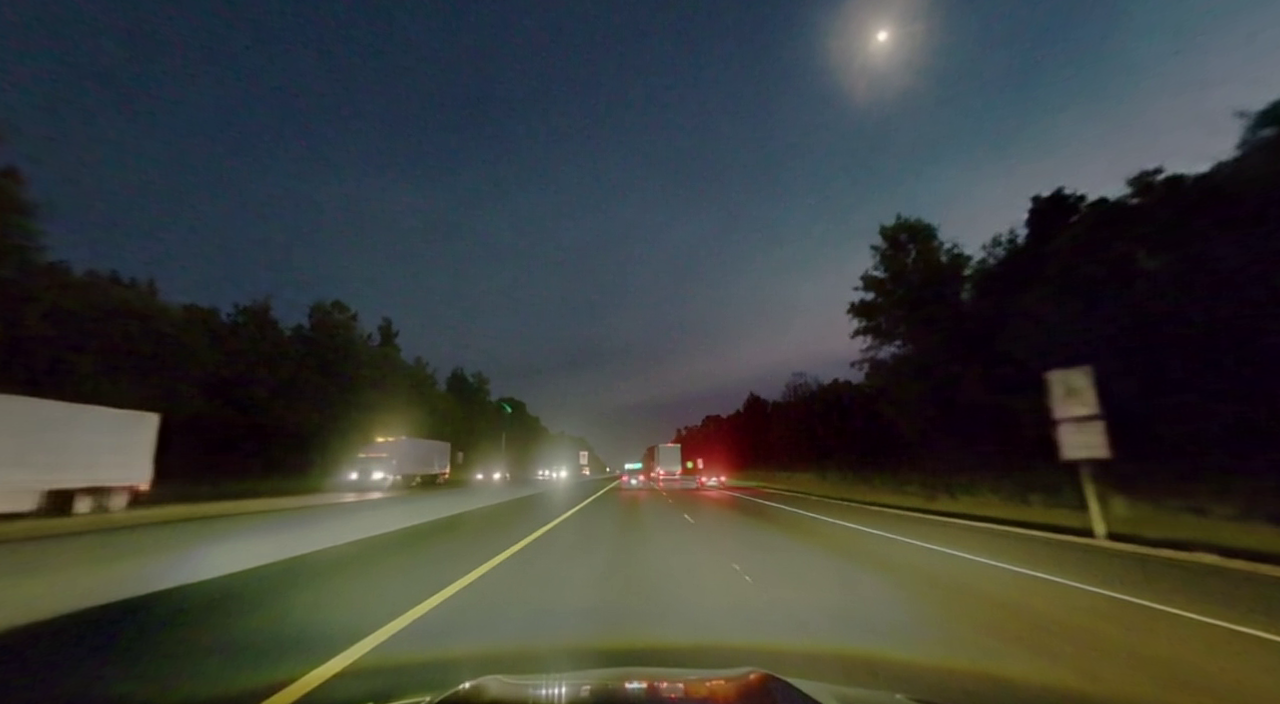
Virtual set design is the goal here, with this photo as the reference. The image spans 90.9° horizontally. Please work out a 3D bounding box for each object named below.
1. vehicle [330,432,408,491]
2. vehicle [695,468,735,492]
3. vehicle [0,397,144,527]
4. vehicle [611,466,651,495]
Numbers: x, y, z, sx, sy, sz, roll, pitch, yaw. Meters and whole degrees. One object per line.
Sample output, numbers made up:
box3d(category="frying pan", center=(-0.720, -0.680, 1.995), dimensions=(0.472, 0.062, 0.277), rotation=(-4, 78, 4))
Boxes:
box3d(category="vehicle", center=(-19.764, 8.081, 46.422), dimensions=(2.911, 4.025, 5.844), rotation=(1, -10, 0))
box3d(category="vehicle", center=(4.835, 8.297, 41.018), dimensions=(1.897, 1.476, 4.334), rotation=(1, -10, -2))
box3d(category="vehicle", center=(-20.354, 3.024, 17.468), dimensions=(3.000, 3.760, 12.315), rotation=(1, -10, 1))
box3d(category="vehicle", center=(-0.485, 6.823, 33.630), dimensions=(2.010, 1.436, 3.973), rotation=(1, -10, -1))
